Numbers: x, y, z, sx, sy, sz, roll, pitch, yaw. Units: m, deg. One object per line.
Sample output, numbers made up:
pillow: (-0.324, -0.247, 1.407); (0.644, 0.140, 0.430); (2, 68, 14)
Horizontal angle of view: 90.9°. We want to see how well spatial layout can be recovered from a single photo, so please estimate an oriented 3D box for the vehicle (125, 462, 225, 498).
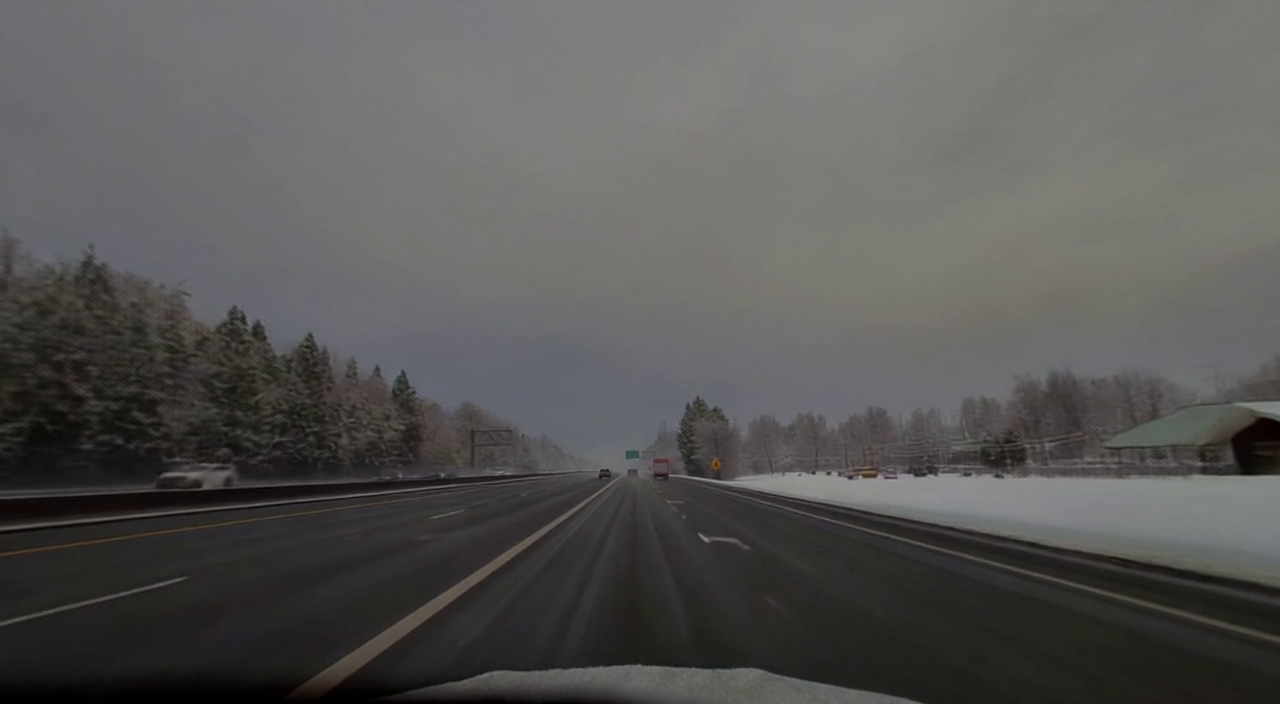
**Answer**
vehicle: (-26.878, 7.390, 36.673); (2.090, 1.903, 4.812); (1, -10, -1)
